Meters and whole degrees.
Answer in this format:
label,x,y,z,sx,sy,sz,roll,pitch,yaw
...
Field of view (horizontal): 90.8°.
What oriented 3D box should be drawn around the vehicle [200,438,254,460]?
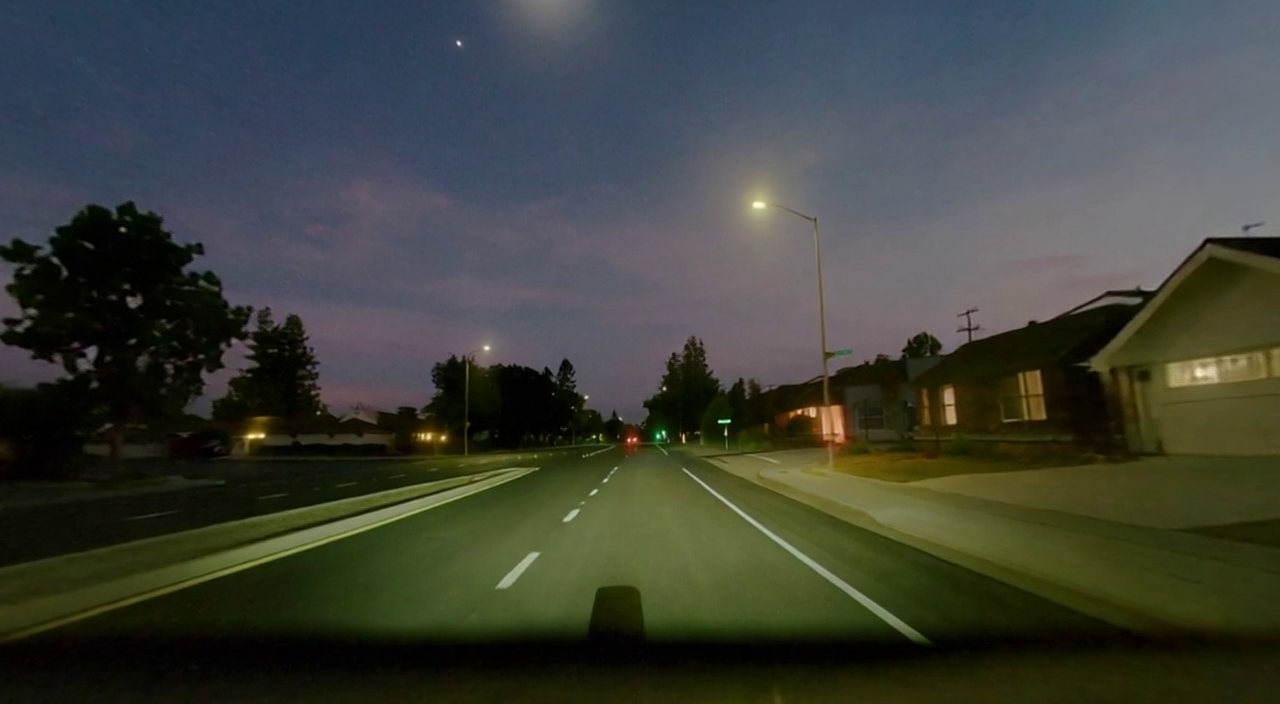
label,x,y,z,sx,sy,sz,roll,pitch,yaw
vehicle,-29.837,7.013,45.748,1.991,1.435,4.421,2,-9,-16
